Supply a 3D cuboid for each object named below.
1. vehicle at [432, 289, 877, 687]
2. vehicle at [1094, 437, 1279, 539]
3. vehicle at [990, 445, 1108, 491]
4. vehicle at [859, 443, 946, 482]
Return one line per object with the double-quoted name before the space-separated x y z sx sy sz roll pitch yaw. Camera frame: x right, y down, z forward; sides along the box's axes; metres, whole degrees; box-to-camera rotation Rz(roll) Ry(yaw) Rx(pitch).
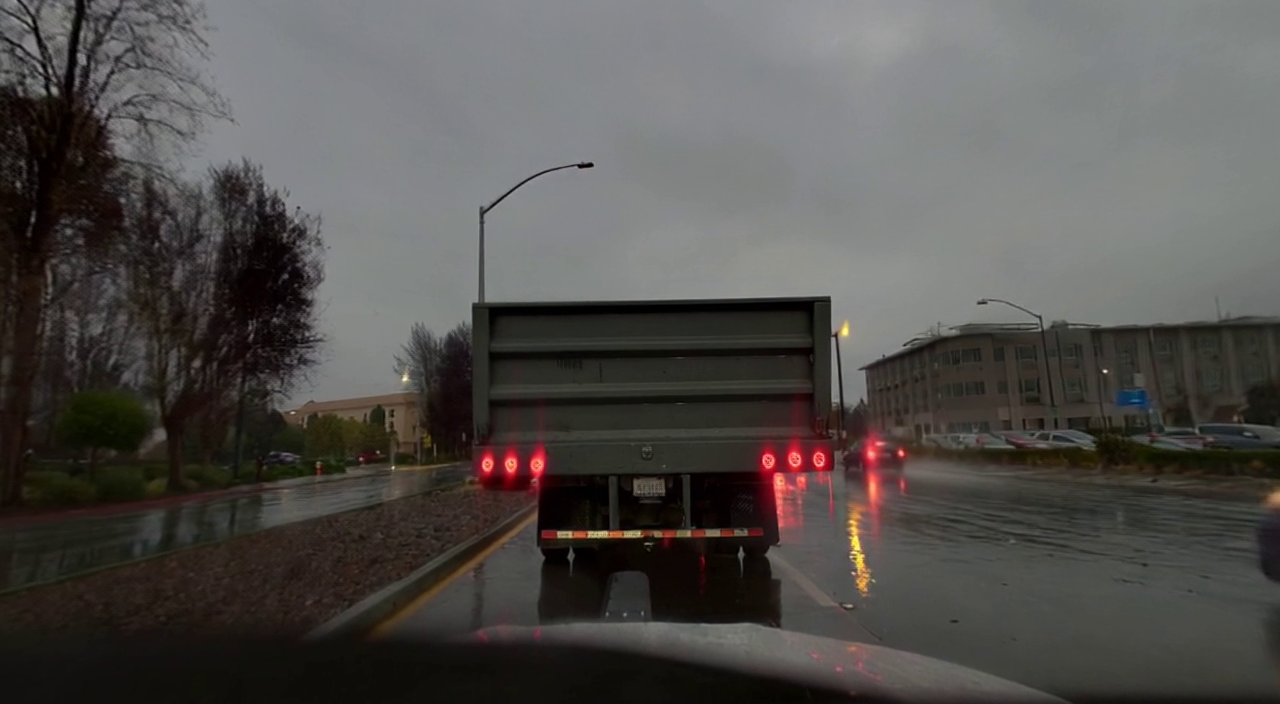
"vehicle" 0.231 1.302 7.389 2.650 2.391 7.008 -1 -8 3
"vehicle" 10.365 2.170 10.540 2.071 1.477 4.726 -1 -8 1
"vehicle" 14.273 4.024 22.256 1.702 1.475 3.670 -1 -8 1
"vehicle" 10.817 4.563 26.290 1.907 1.465 4.077 -1 -8 1
